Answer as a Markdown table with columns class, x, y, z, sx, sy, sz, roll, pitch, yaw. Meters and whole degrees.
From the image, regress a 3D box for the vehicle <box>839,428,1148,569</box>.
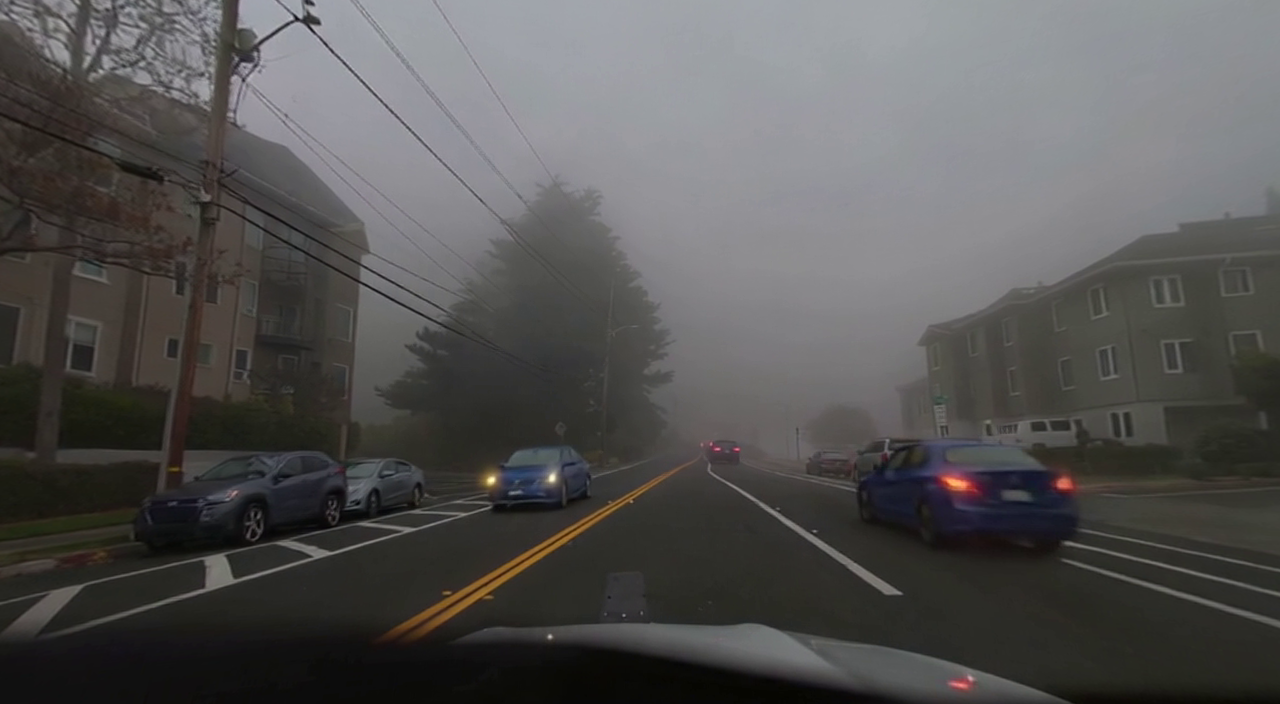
| class | x | y | z | sx | sy | sz | roll | pitch | yaw |
| --- | --- | --- | --- | --- | --- | --- | --- | --- | --- |
| vehicle | 4.562 | 1.926 | 9.120 | 2.052 | 1.506 | 4.432 | -1 | -8 | 3 |

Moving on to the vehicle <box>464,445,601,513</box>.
| class | x | y | z | sx | sy | sz | roll | pitch | yaw |
| --- | --- | --- | --- | --- | --- | --- | --- | --- | --- |
| vehicle | -2.470 | 3.068 | 15.806 | 2.155 | 1.436 | 4.501 | -1 | -8 | 7 |

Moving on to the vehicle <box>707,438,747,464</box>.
| class | x | y | z | sx | sy | sz | roll | pitch | yaw |
| --- | --- | --- | --- | --- | --- | --- | --- | --- | --- |
| vehicle | 6.130 | 7.056 | 45.015 | 2.306 | 1.719 | 4.805 | 0 | -8 | 2 |

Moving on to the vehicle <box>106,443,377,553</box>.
| class | x | y | z | sx | sy | sz | roll | pitch | yaw |
| --- | --- | --- | --- | --- | --- | --- | --- | --- | --- |
| vehicle | -7.750 | 2.822 | 13.014 | 2.381 | 1.825 | 4.652 | -1 | -8 | 3 |
